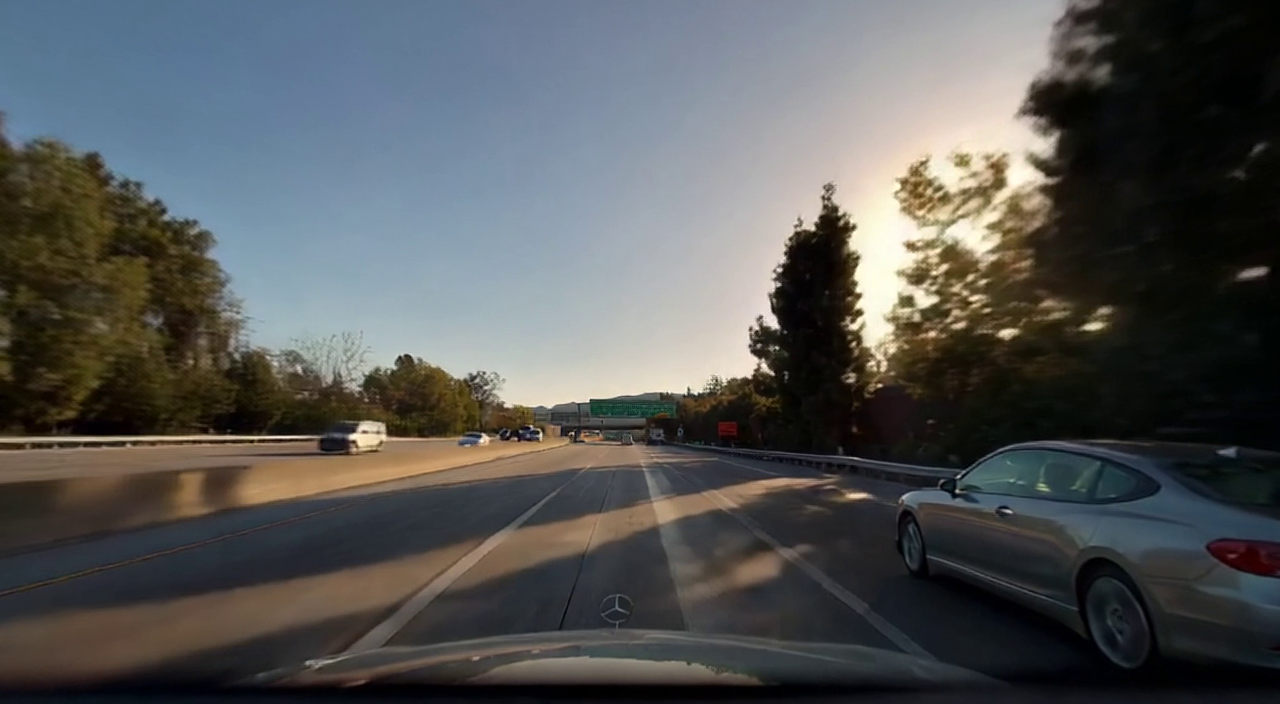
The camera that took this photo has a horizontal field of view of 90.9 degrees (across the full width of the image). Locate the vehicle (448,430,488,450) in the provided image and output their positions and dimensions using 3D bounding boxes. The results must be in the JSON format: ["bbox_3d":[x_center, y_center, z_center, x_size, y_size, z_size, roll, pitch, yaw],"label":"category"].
[{"bbox_3d":[-13.000,6.714,47.807,1.885,1.420,4.239,0,-8,-1],"label":"vehicle"}]

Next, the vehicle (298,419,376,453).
[{"bbox_3d":[-16.299,4.572,34.147,1.975,1.670,4.552,0,-8,0],"label":"vehicle"}]
